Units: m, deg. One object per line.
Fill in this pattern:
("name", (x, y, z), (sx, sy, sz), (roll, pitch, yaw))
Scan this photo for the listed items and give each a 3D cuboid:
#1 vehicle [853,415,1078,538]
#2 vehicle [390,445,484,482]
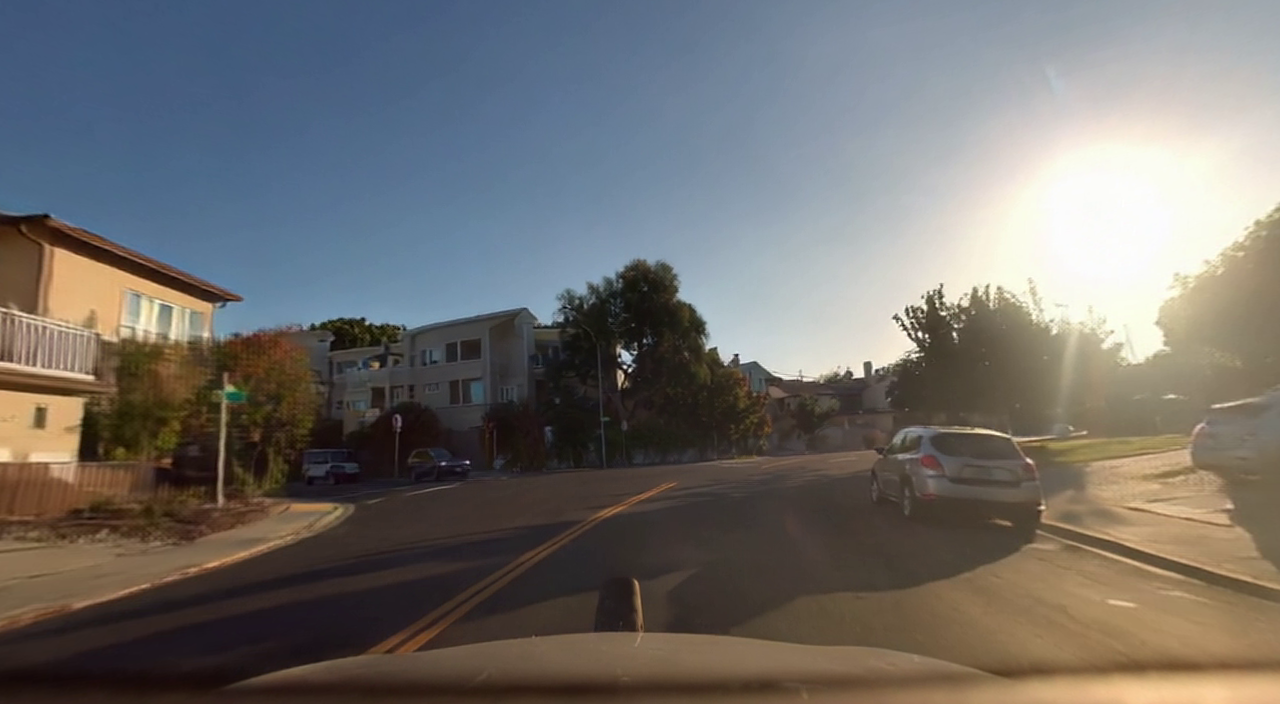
("vehicle", (5.357, 2.085, 11.218), (2.105, 1.705, 4.392), (-1, -8, 8))
("vehicle", (-10.084, 5.472, 31.304), (4.270, 1.683, 1.984), (-5, -10, 29))
